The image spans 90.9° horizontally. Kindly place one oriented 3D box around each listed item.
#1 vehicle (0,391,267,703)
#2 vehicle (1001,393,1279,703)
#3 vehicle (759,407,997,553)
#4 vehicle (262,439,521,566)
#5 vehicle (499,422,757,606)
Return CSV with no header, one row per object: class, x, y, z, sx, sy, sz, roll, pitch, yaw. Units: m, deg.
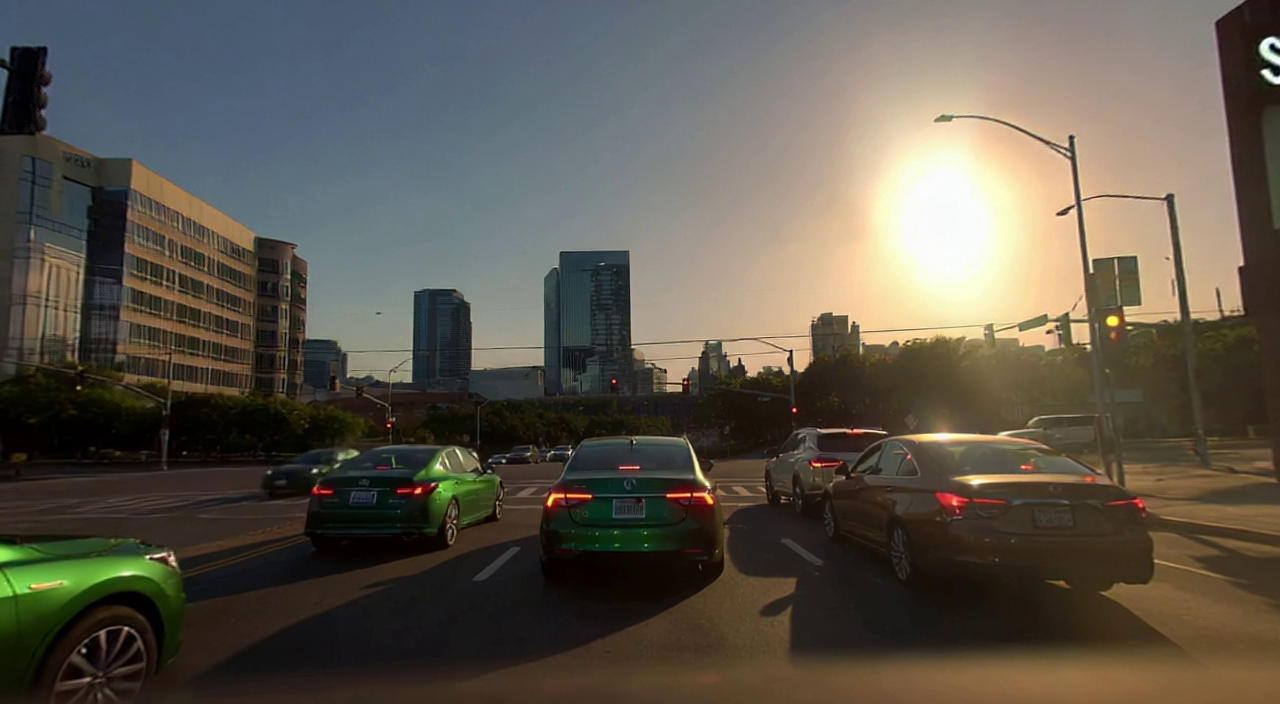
vehicle,-3.483,0.847,1.836,2.016,1.547,4.414,0,-8,1
vehicle,3.942,0.974,3.099,1.800,1.519,4.198,0,-8,0
vehicle,3.300,1.866,9.818,1.992,1.744,4.183,0,-8,-1
vehicle,-3.307,2.072,9.543,1.995,1.436,4.373,-1,-8,2
vehicle,-0.134,1.649,7.363,2.140,1.499,4.119,0,-8,-1
